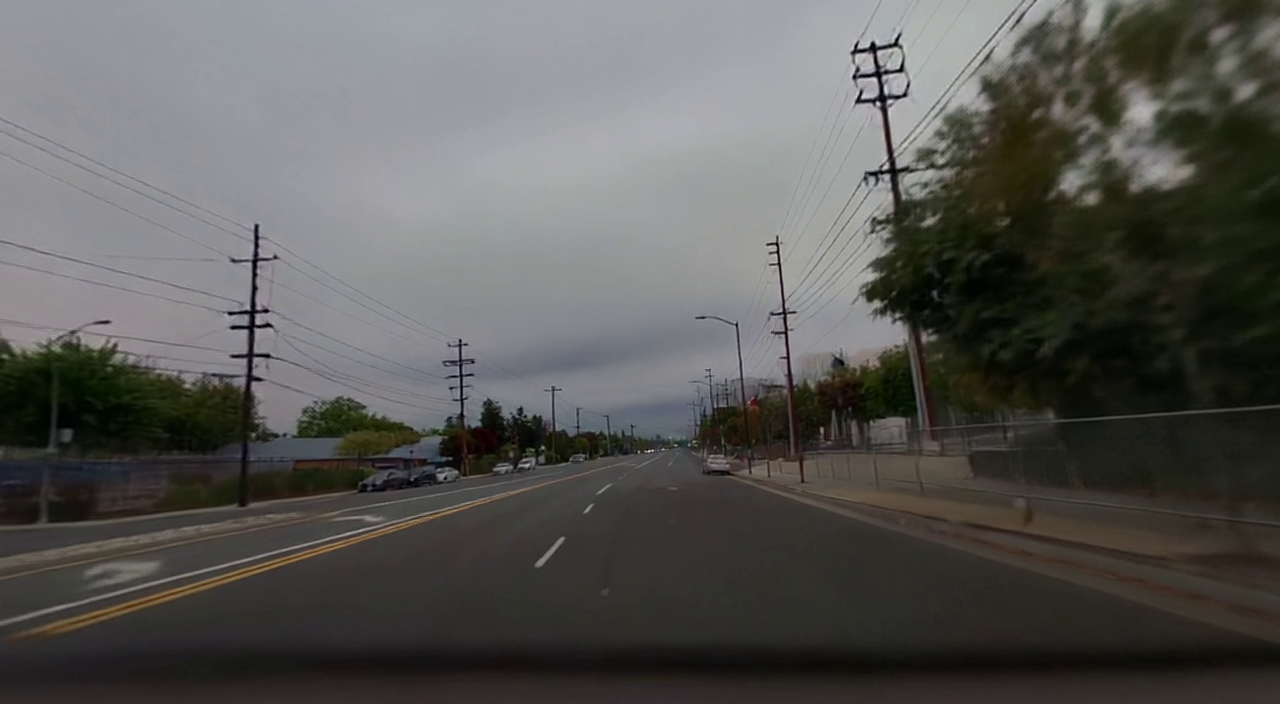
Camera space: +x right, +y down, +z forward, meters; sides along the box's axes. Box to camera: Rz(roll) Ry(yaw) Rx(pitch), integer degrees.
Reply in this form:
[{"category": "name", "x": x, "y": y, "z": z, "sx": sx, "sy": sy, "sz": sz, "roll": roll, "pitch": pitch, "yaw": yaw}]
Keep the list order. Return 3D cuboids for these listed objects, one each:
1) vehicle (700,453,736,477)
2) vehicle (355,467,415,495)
[{"category": "vehicle", "x": 5.263, "y": 7.689, "z": 43.222, "sx": 2.002, "sy": 1.459, "sz": 4.357, "roll": 0, "pitch": -9, "yaw": 1}, {"category": "vehicle", "x": -16.664, "y": 8.426, "z": 41.607, "sx": 1.892, "sy": 1.515, "sz": 4.622, "roll": -6, "pitch": -11, "yaw": 1}]
